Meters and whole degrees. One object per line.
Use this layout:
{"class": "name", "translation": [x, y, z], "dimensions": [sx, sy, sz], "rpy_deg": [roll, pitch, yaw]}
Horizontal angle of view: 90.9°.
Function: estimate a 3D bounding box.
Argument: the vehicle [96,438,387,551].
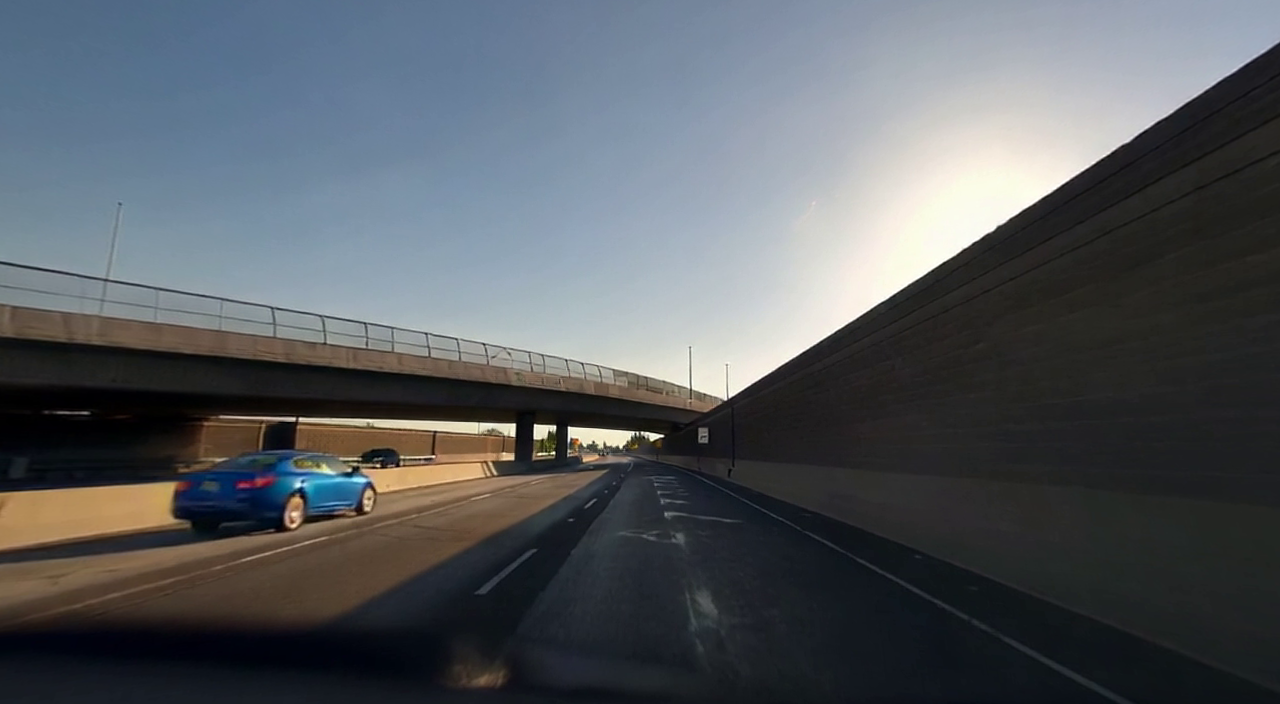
{"class": "vehicle", "translation": [-6.625, 2.393, 11.318], "dimensions": [2.172, 1.587, 4.518], "rpy_deg": [-1, -9, 2]}
